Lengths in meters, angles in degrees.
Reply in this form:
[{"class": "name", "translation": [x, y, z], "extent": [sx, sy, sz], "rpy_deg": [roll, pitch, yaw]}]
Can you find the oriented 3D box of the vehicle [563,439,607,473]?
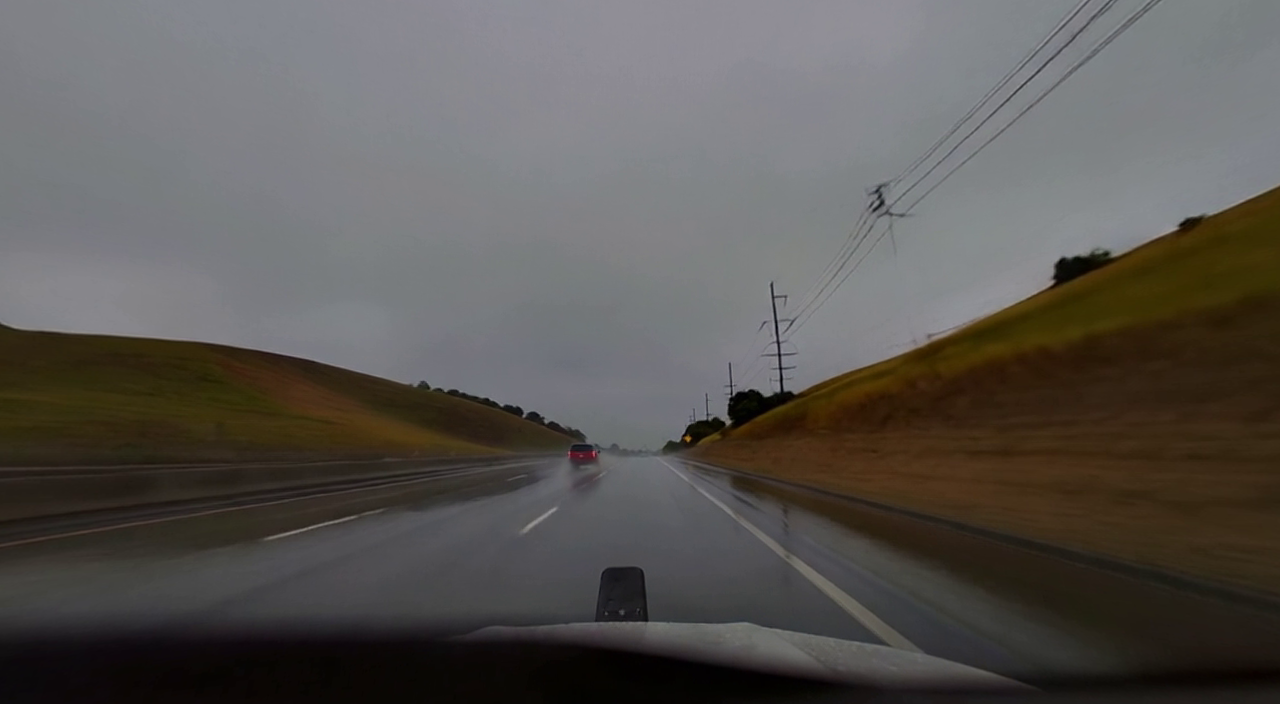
[{"class": "vehicle", "translation": [-3.134, 6.048, 36.984], "extent": [2.136, 1.845, 4.515], "rpy_deg": [0, -8, 1]}]
